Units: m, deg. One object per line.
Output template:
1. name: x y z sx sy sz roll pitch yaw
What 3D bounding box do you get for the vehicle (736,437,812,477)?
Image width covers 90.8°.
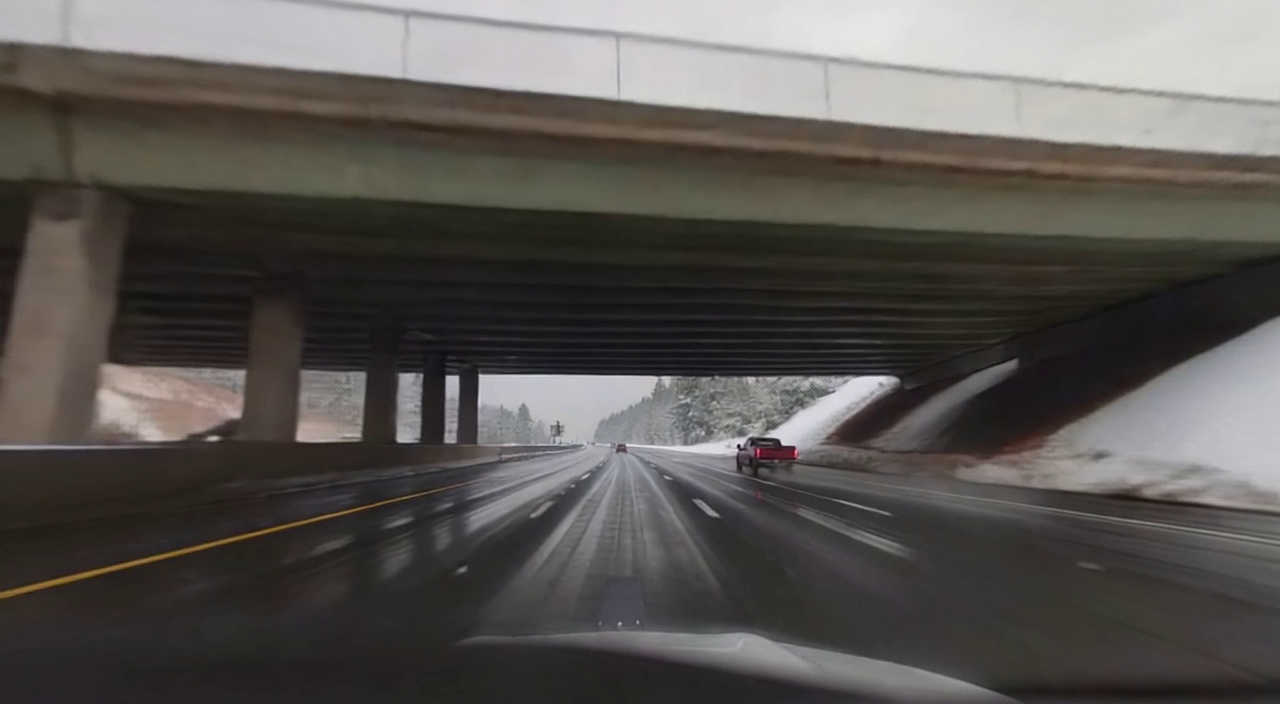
1. vehicle: 6.578 5.243 31.851 2.395 1.819 6.086 0 -9 -1

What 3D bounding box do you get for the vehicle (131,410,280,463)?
1. vehicle: -15.871 3.189 23.507 1.995 1.738 4.993 0 -9 -1
